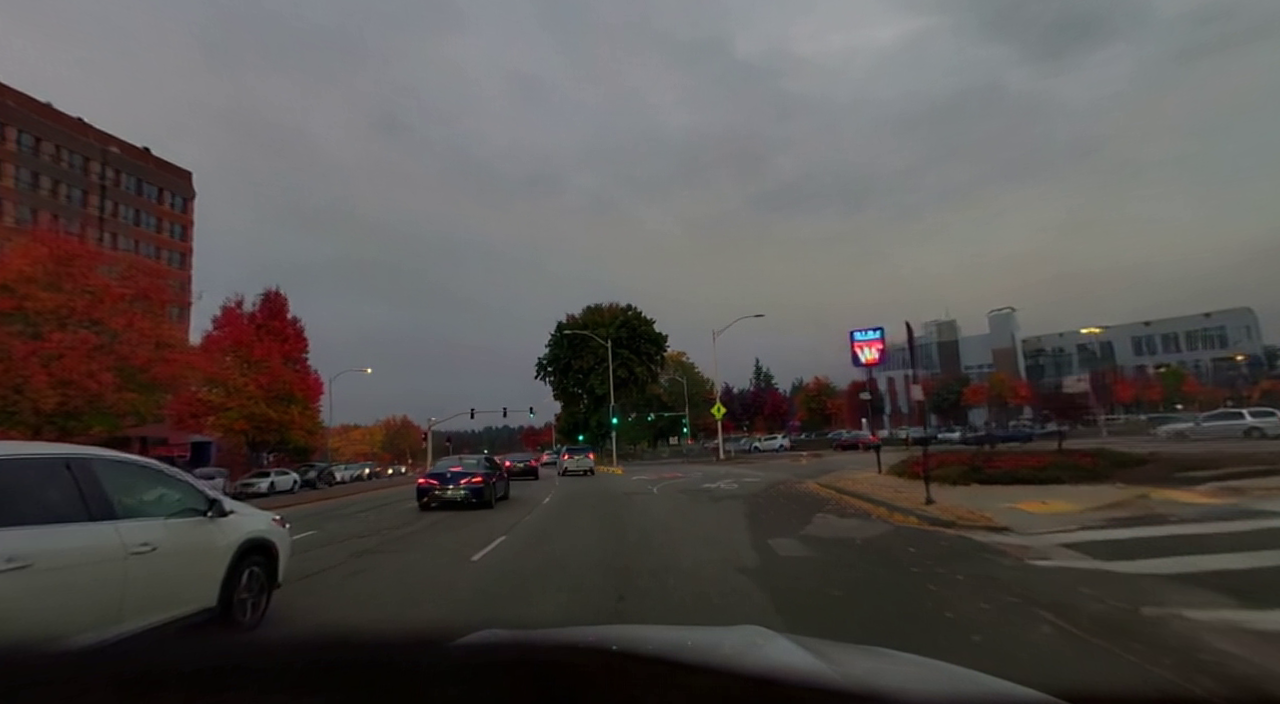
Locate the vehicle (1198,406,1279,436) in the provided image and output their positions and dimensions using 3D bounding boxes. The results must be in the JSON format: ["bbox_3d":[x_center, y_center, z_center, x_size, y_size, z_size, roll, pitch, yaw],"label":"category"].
[{"bbox_3d":[39.755,4.507,40.662,5.280,1.764,2.026,-9,-13,44],"label":"vehicle"}]

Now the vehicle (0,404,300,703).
[{"bbox_3d":[-4.207,1.147,3.484,2.085,1.663,4.513,1,-9,0],"label":"vehicle"}]

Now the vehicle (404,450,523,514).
[{"bbox_3d":[-4.796,3.577,18.018,2.090,1.506,5.326,1,-9,-3],"label":"vehicle"}]

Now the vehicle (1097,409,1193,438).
[{"bbox_3d":[33.586,4.731,41.928,2.110,1.696,4.653,12,-12,-42],"label":"vehicle"}]

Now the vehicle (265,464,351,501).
[{"bbox_3d":[-15.923,6.245,30.512,1.972,1.514,4.689,2,-9,-5],"label":"vehicle"}]

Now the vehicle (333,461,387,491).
[{"bbox_3d":[-17.674,7.836,39.955,2.039,1.672,4.596,2,-9,-10],"label":"vehicle"}]

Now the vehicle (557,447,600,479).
[{"bbox_3d":[-3.614,6.329,36.271,2.144,1.704,4.028,2,-9,-9],"label":"vehicle"}]
